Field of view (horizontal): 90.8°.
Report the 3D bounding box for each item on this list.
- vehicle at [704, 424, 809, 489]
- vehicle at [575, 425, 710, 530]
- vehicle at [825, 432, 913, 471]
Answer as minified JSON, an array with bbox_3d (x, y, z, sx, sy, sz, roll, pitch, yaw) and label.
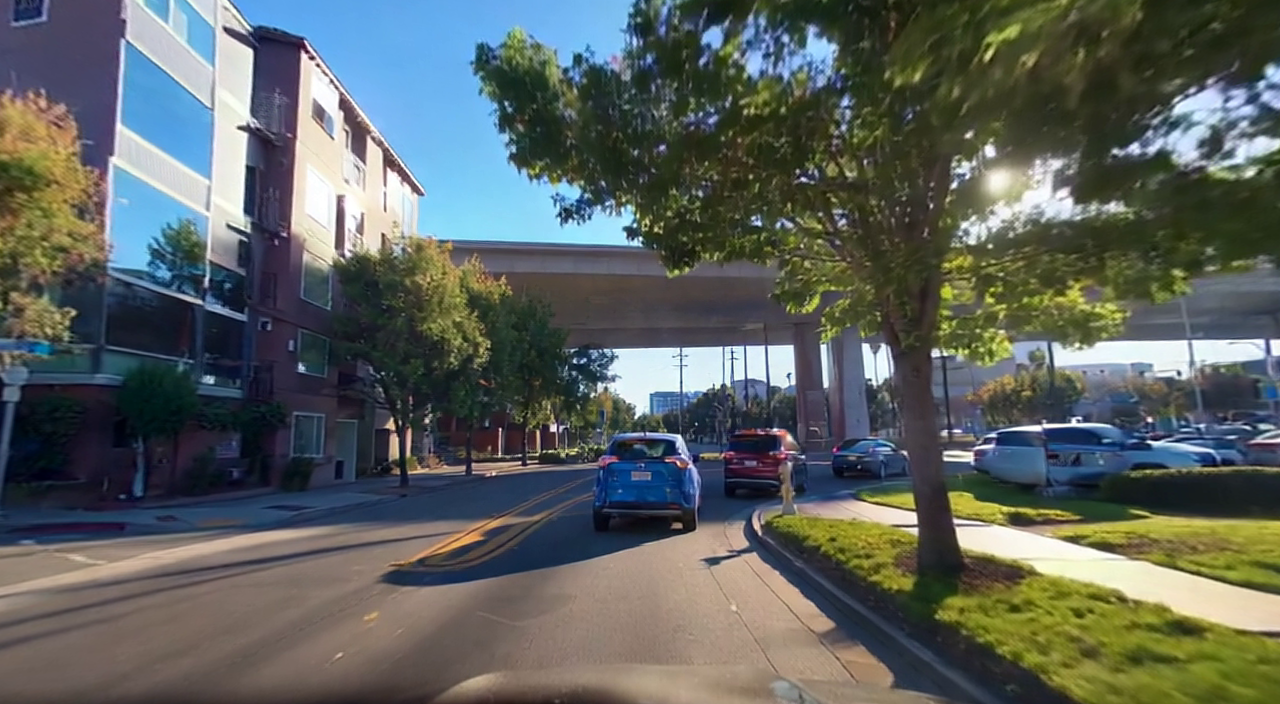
[{"bbox_3d":[4.026,3.451,21.176,2.241,1.885,4.771,-3,-9,26],"label":"vehicle"},{"bbox_3d":[0.279,2.263,12.070,2.087,1.578,4.652,-1,-8,6],"label":"vehicle"},{"bbox_3d":[11.200,4.829,30.792,4.310,1.762,1.995,7,-11,-39],"label":"vehicle"}]
